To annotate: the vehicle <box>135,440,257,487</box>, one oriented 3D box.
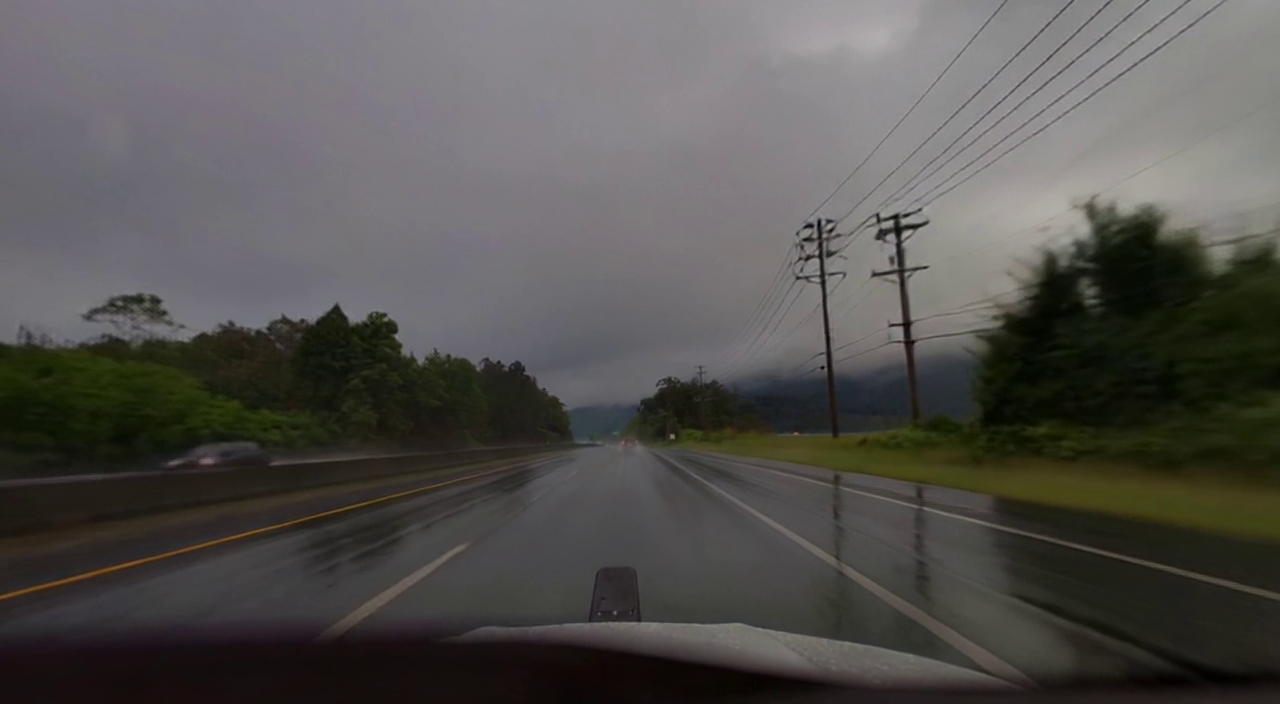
[{"bbox_3d":[-19.032,4.754,27.347,1.910,1.699,4.738,-5,-8,0],"label":"vehicle"}]
